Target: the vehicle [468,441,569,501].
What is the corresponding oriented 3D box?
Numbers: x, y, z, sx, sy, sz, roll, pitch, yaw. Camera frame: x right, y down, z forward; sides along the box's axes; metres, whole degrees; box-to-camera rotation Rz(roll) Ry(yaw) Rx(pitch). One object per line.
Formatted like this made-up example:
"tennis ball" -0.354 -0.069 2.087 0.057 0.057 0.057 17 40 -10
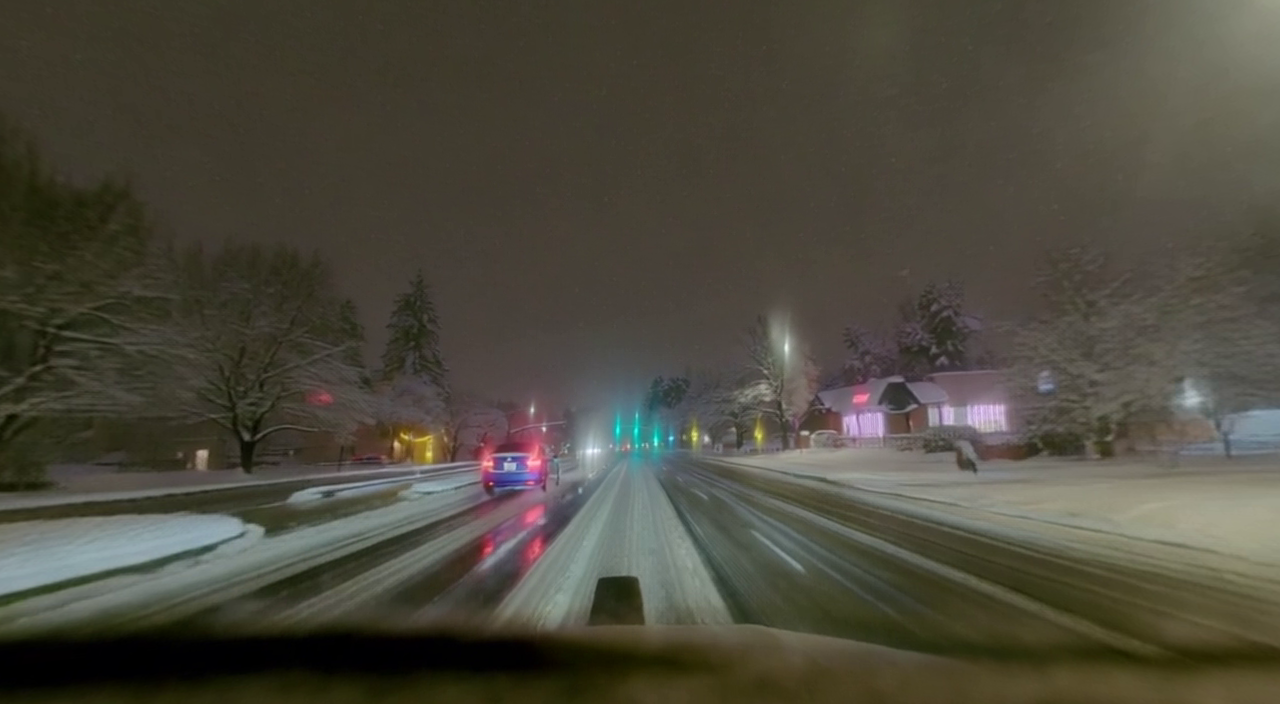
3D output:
"vehicle" -3.306 3.310 18.061 2.005 1.477 4.169 -1 -8 1
